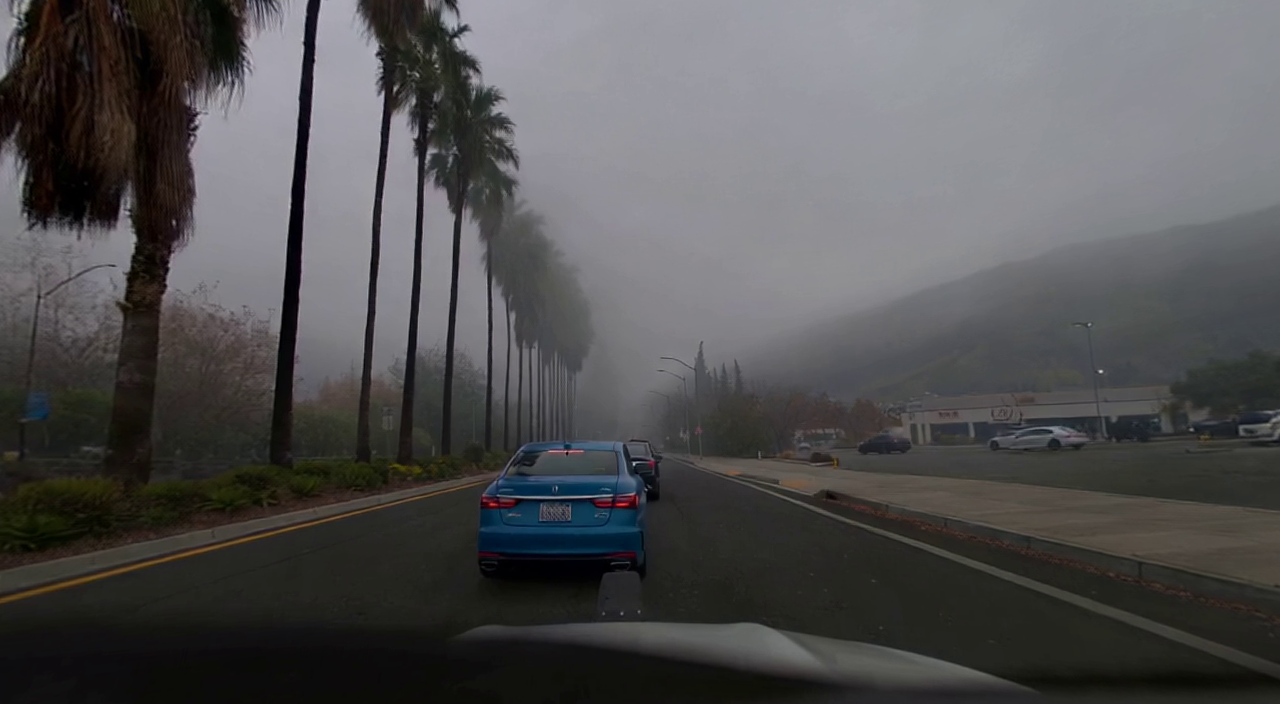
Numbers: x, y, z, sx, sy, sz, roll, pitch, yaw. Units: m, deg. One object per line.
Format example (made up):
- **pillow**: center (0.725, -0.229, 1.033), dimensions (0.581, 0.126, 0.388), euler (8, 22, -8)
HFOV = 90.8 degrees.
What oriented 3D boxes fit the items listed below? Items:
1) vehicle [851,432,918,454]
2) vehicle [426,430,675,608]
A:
- **vehicle**: center (19.202, 7.200, 49.800), dimensions (1.925, 1.652, 4.490), euler (6, -10, -34)
- **vehicle**: center (-0.821, 1.686, 7.295), dimensions (2.067, 1.459, 3.886), euler (0, -8, -2)
